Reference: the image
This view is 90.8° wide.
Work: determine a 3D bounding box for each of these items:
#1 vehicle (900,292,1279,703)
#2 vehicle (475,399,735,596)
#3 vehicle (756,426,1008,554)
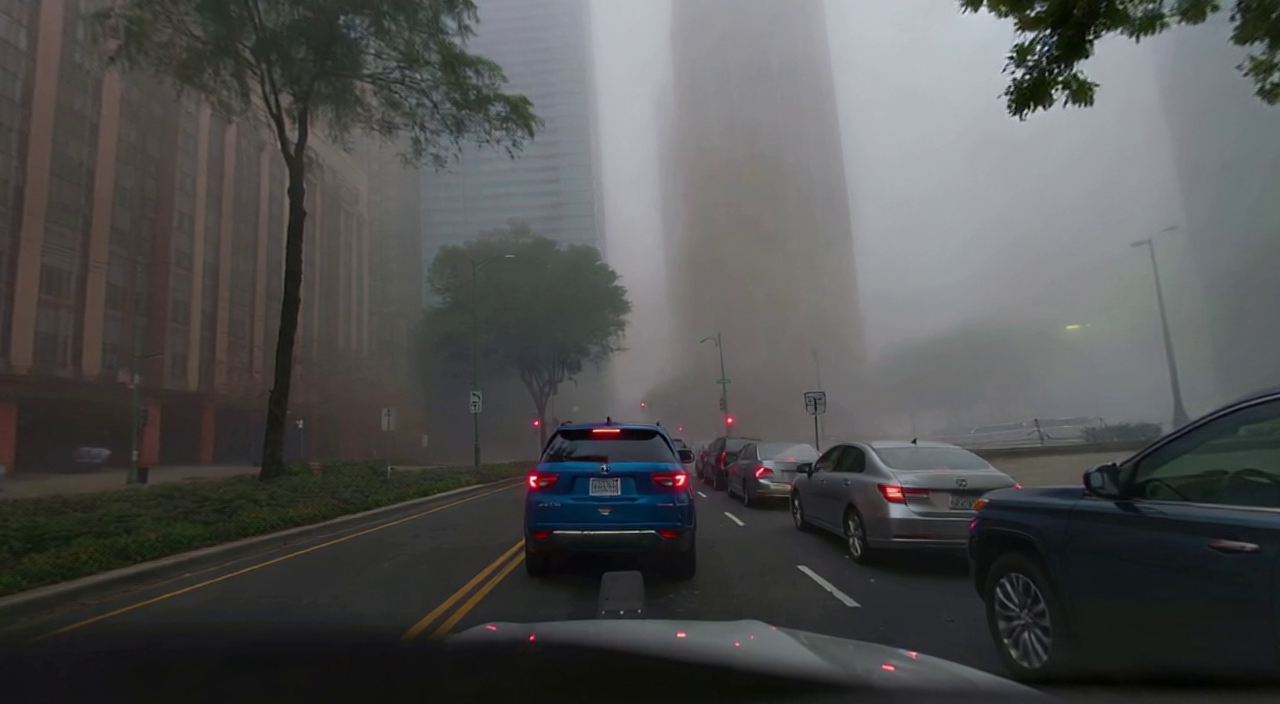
[{"bbox_3d":[2.998,0.747,2.246,2.063,1.760,4.664,0,-9,-1],"label":"vehicle"},{"bbox_3d":[-0.357,1.568,7.600,2.249,1.684,4.084,0,-9,-2],"label":"vehicle"},{"bbox_3d":[3.287,1.973,9.806,1.941,1.482,4.632,0,-9,-2],"label":"vehicle"}]
